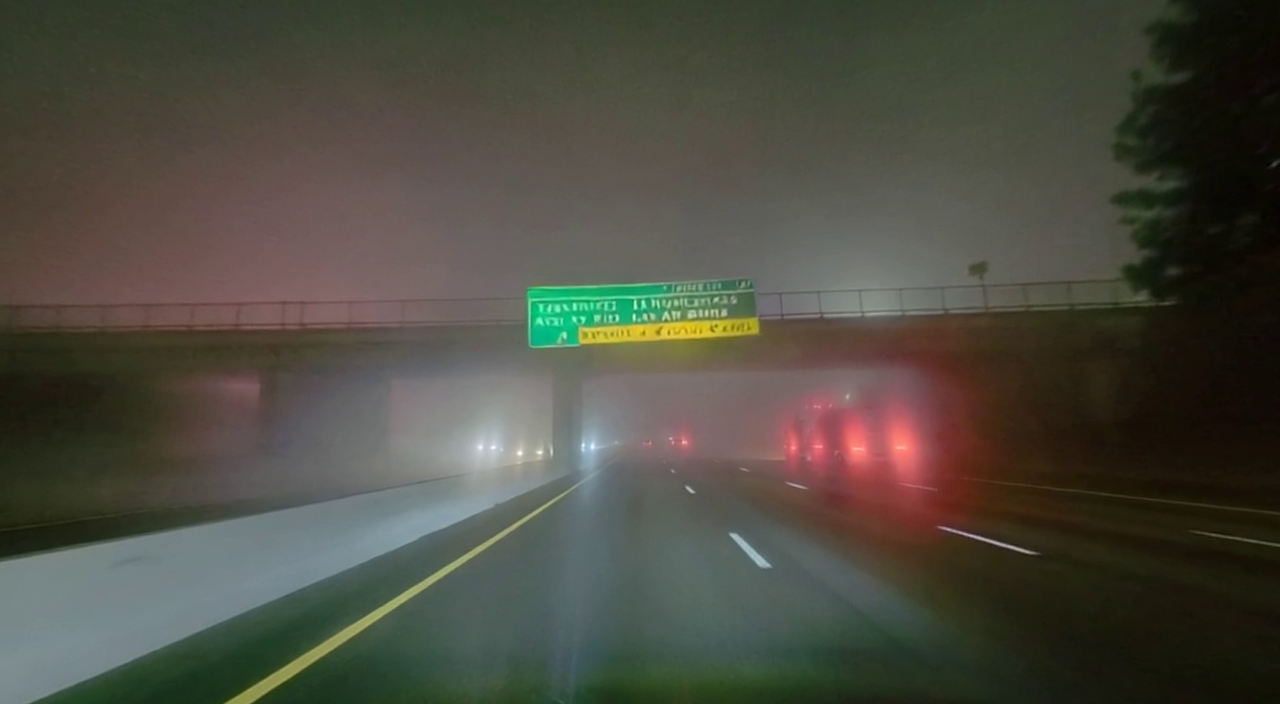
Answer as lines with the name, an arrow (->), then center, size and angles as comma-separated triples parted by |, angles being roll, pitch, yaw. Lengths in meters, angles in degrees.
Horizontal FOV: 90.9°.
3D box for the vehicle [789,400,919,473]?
vehicle -> 10.865, 4.562, 33.655 | 2.960, 3.207, 10.950 | 0, -8, -1
